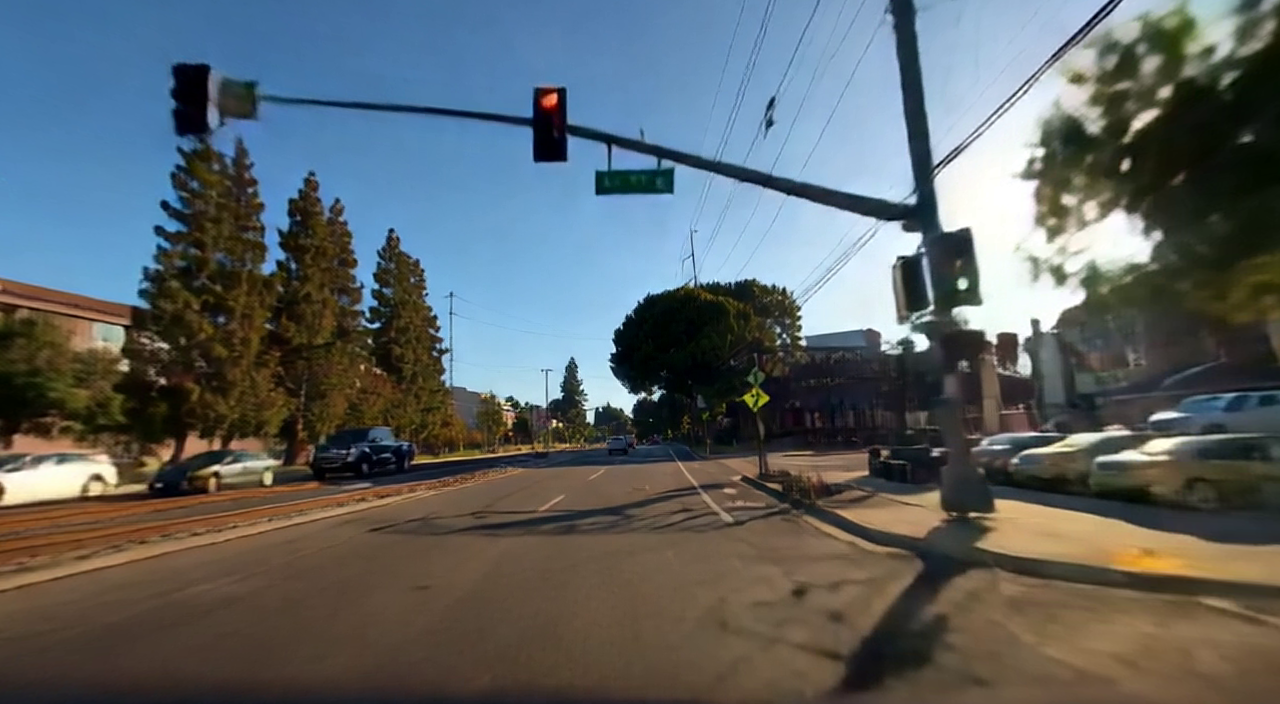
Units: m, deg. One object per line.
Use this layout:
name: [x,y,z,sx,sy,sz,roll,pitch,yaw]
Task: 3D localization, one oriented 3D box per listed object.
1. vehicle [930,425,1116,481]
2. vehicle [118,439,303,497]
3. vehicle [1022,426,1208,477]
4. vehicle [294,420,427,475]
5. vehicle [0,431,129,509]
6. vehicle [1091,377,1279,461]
vehicle: [12.011,3.148,20.162,1.897,1.532,4.694,4,-8,-29]
vehicle: [-12.909,3.467,19.484,2.090,1.519,4.919,-1,-8,3]
vehicle: [15.066,3.120,20.267,1.994,1.453,4.249,4,-8,-28]
vehicle: [-12.623,4.364,29.156,2.798,2.249,6.296,-1,-8,5]
vehicle: [-16.502,3.039,16.607,2.112,1.880,4.479,-1,-8,4]
vehicle: [18.238,2.173,19.934,2.609,2.332,5.734,4,-9,-28]
